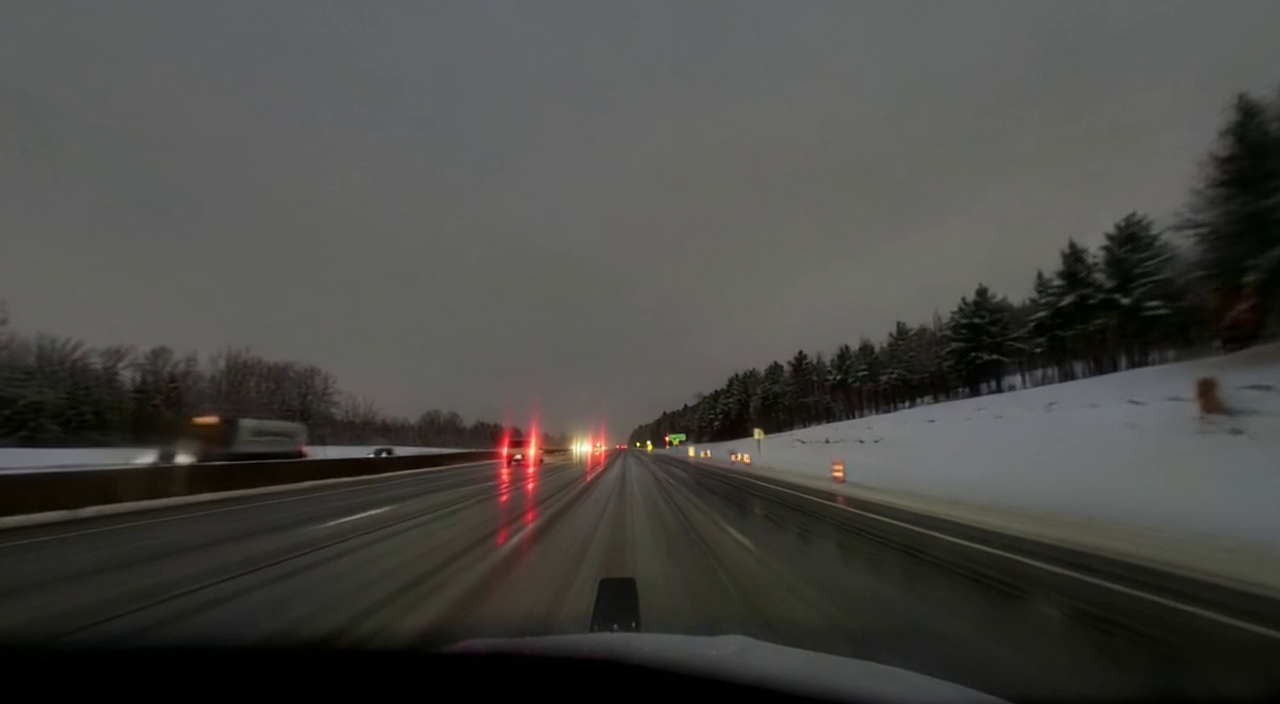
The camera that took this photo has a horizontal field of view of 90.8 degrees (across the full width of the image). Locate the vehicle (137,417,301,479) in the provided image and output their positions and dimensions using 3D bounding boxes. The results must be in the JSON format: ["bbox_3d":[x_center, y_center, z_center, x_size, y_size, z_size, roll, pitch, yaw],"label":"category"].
[{"bbox_3d":[-24.045,5.629,37.085,2.856,3.156,9.811,0,-9,0],"label":"vehicle"}]

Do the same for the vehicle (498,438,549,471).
[{"bbox_3d":[-6.586,5.831,36.162,2.036,1.758,4.529,0,-9,0],"label":"vehicle"}]
